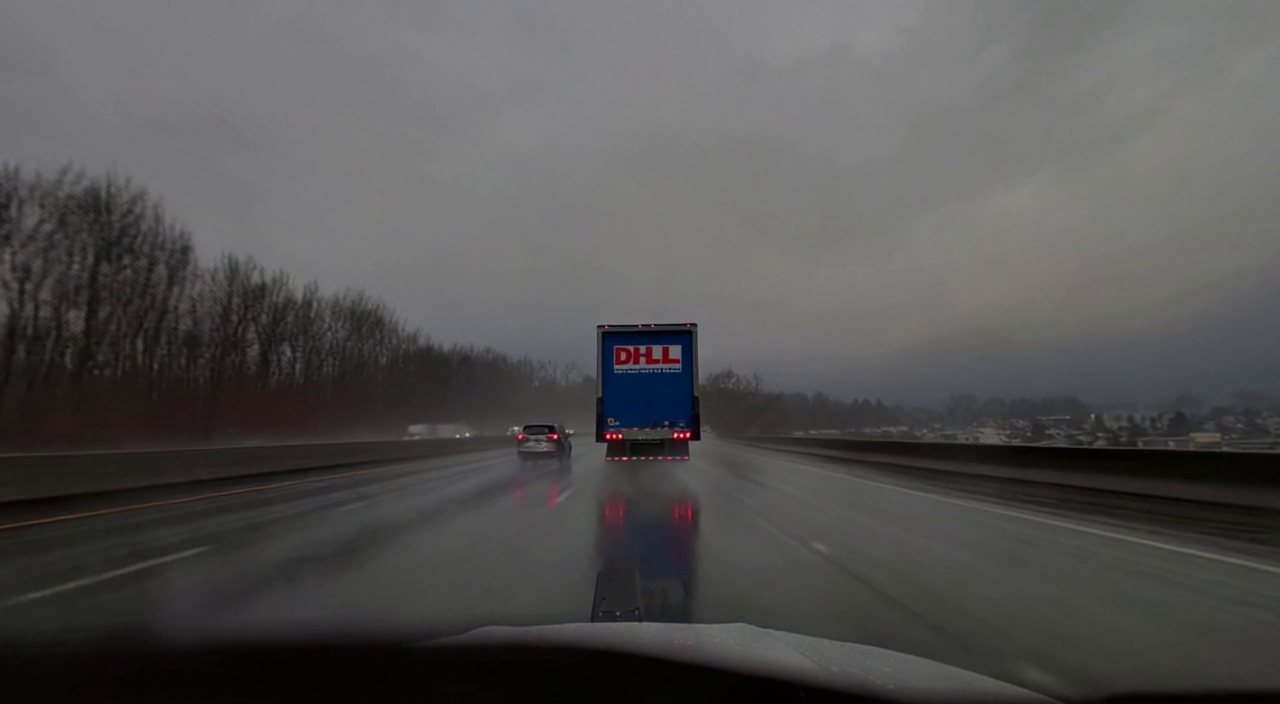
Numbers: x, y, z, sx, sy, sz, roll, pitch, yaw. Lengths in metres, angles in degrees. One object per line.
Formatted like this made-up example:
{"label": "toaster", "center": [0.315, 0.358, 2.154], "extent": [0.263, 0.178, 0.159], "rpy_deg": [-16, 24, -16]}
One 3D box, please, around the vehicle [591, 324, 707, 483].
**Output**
{"label": "vehicle", "center": [0.137, 1.918, 21.064], "extent": [3.011, 4.211, 8.926], "rpy_deg": [0, -8, -1]}

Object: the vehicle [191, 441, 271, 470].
{"label": "vehicle", "center": [-26.154, 6.574, 40.394], "extent": [1.943, 1.708, 4.800], "rpy_deg": [0, -8, -1]}

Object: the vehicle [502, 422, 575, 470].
{"label": "vehicle", "center": [-4.065, 3.862, 26.167], "extent": [2.394, 1.787, 5.186], "rpy_deg": [0, -8, -3]}
